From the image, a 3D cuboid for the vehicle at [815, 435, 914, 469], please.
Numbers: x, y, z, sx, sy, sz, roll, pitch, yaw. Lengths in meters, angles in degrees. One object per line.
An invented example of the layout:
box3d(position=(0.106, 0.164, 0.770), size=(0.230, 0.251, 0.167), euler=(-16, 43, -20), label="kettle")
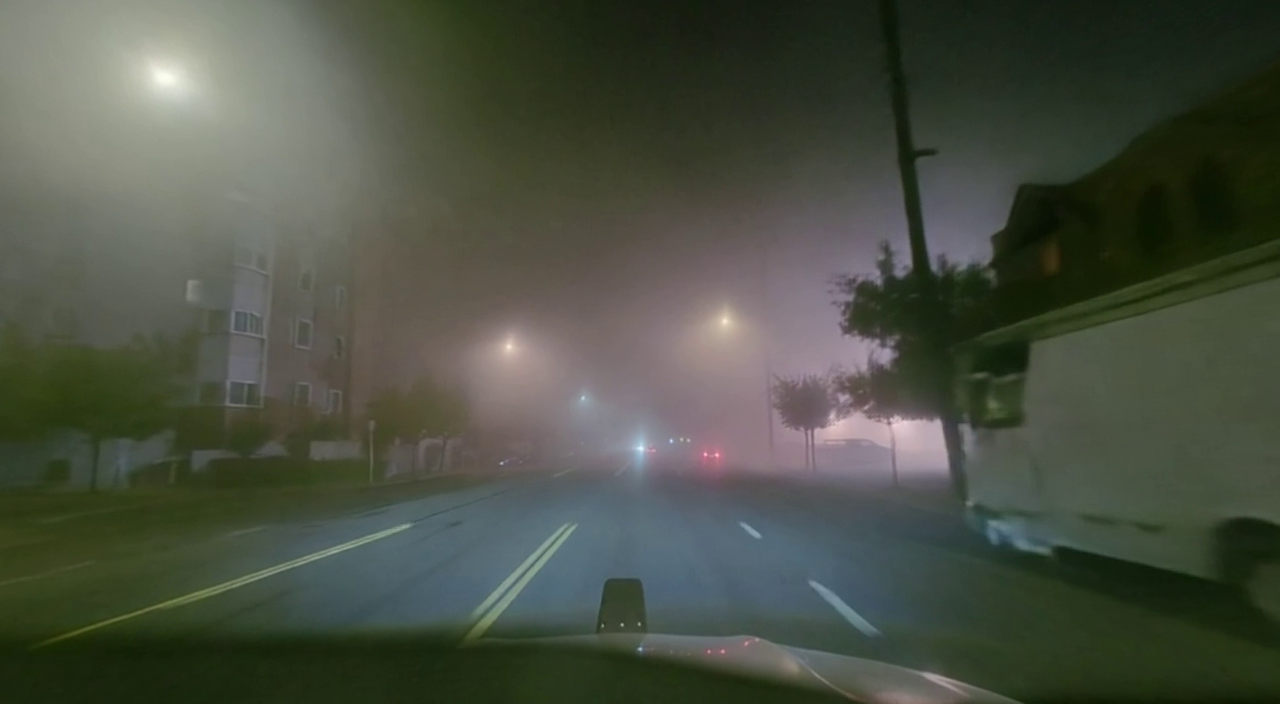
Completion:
box3d(position=(13.157, 5.905, 37.037), size=(5.015, 1.934, 2.150), euler=(-1, -9, 2), label="vehicle")
